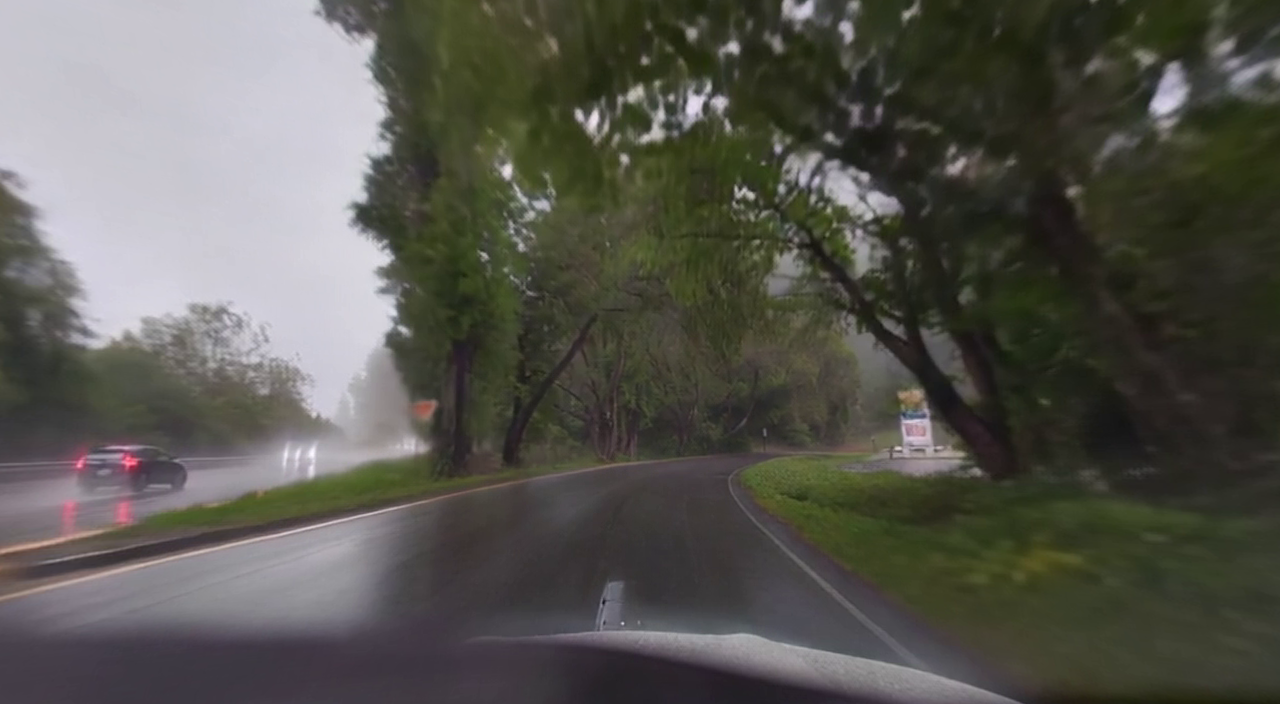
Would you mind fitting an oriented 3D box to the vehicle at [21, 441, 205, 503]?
[{"bbox_3d":[-15.120,3.447,18.555,2.015,1.517,4.991,2,-9,-13],"label":"vehicle"}]
